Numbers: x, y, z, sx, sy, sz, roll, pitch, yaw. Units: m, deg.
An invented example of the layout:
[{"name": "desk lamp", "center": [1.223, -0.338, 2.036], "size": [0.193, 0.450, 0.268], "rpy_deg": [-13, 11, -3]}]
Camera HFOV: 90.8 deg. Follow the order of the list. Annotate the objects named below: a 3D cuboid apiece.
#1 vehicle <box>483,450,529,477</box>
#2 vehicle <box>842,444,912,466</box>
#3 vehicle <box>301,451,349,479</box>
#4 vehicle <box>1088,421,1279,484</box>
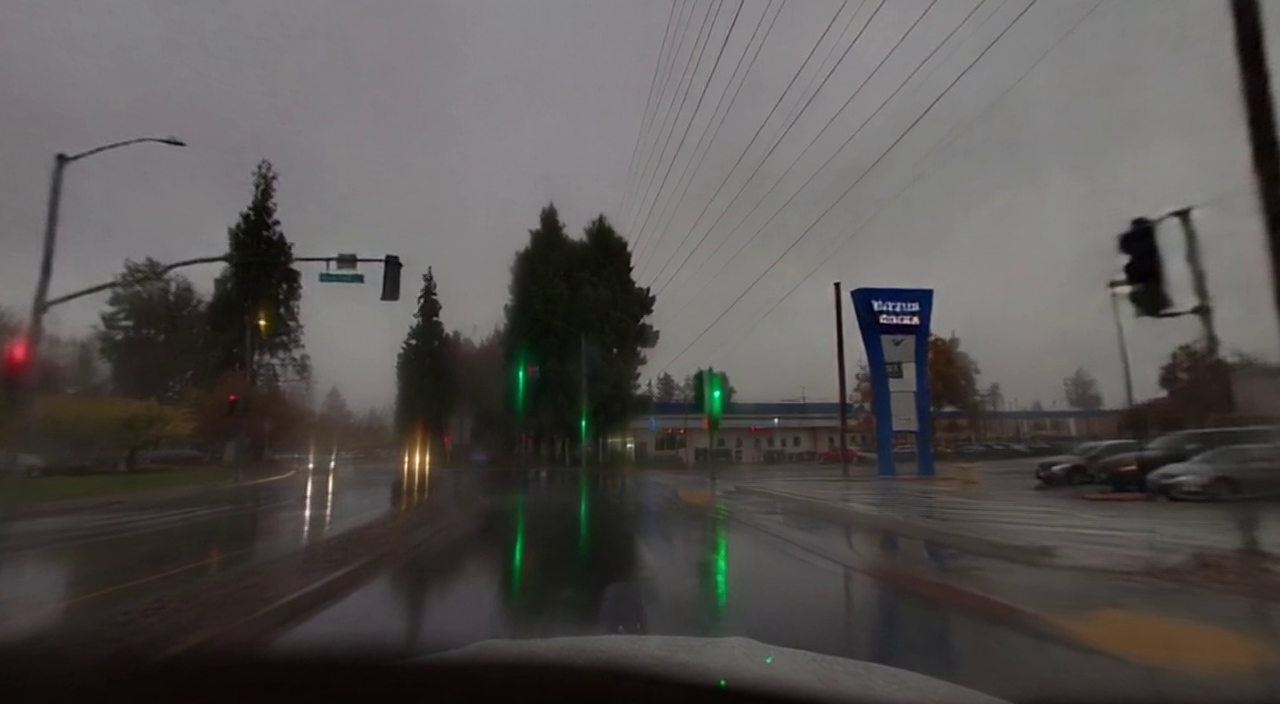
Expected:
[{"name": "vehicle", "center": [-8.169, 6.738, 38.398], "size": [2.094, 1.500, 3.682], "rpy_deg": [3, -9, -21]}, {"name": "vehicle", "center": [18.157, 7.947, 48.600], "size": [4.544, 1.630, 2.055], "rpy_deg": [-1, -9, 6]}, {"name": "vehicle", "center": [-18.365, 6.578, 37.001], "size": [2.207, 1.503, 4.561], "rpy_deg": [4, -9, -23]}, {"name": "vehicle", "center": [15.605, 2.835, 17.924], "size": [4.141, 1.648, 2.036], "rpy_deg": [-1, -9, 4]}]
